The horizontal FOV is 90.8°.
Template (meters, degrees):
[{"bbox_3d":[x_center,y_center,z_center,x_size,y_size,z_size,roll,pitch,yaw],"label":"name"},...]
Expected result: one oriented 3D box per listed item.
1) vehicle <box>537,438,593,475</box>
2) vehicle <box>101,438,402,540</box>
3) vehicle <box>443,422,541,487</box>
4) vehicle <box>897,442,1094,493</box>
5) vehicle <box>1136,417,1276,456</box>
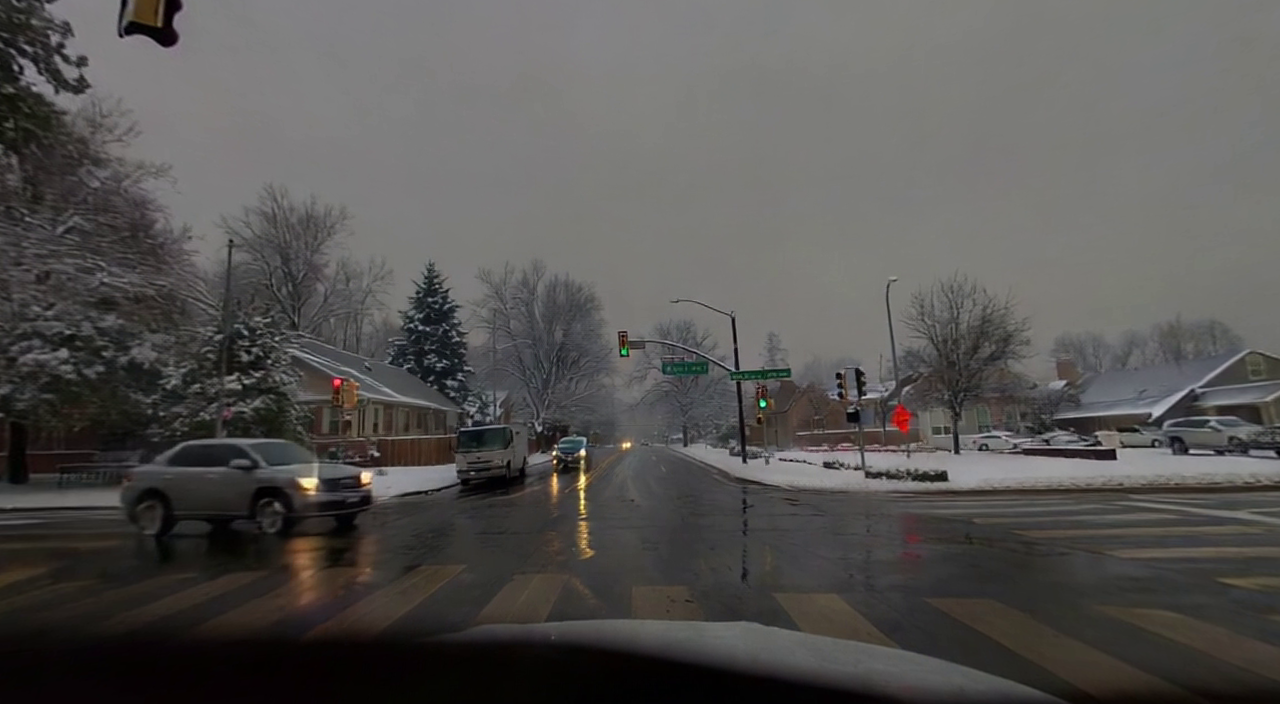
[{"bbox_3d":[-3.688,5.233,31.900,2.302,1.708,4.764,0,-9,0],"label":"vehicle"},{"bbox_3d":[-7.148,2.514,11.981,4.390,1.700,2.048,-1,-9,5],"label":"vehicle"},{"bbox_3d":[-6.499,4.657,28.999,2.896,2.560,7.322,0,-9,-1],"label":"vehicle"},{"bbox_3d":[11.152,3.641,20.236,5.158,1.470,2.012,-4,-10,26],"label":"vehicle"},{"bbox_3d":[33.268,5.004,37.291,5.969,2.225,2.458,0,-9,-4],"label":"vehicle"}]
